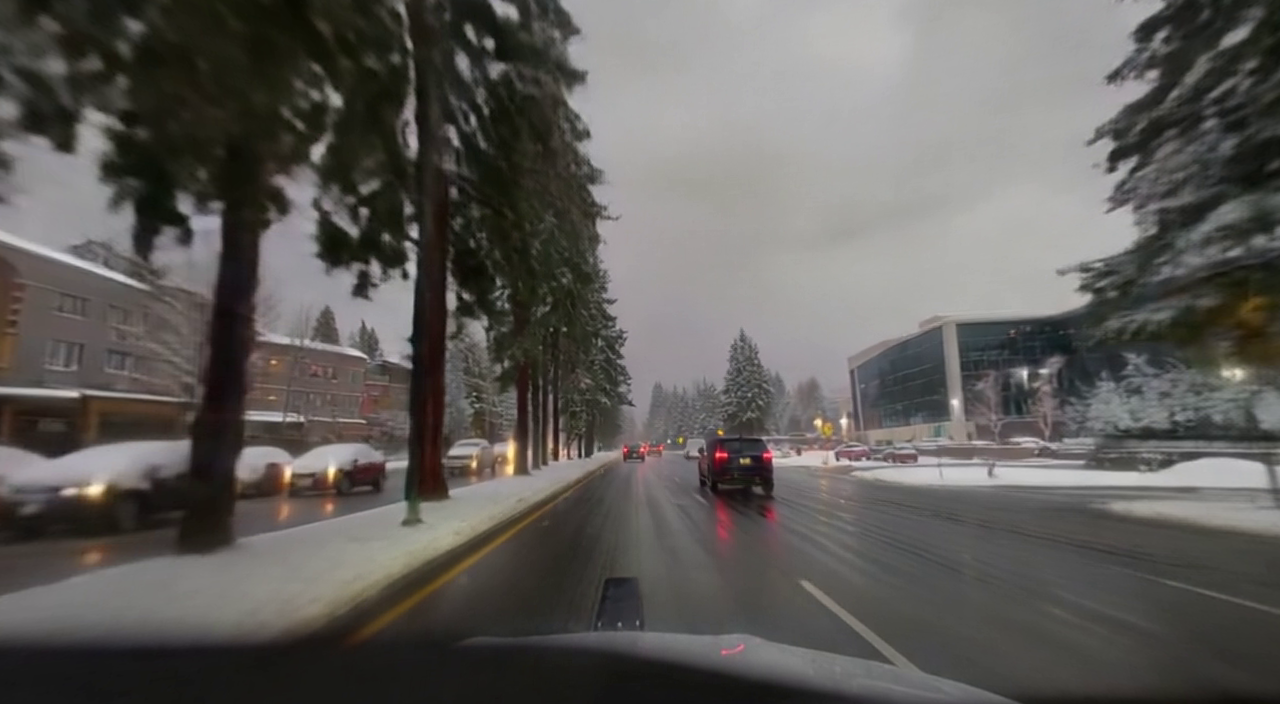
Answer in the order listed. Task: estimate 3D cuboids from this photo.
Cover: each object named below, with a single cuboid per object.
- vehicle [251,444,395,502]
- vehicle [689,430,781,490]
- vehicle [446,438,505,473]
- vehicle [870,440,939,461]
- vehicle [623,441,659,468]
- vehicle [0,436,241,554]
[{"bbox_3d":[-9.051,3.465,18.539,1.938,1.464,4.340,0,-9,0],"label":"vehicle"},{"bbox_3d":[3.068,3.665,21.668,2.235,1.806,4.818,0,-9,-2],"label":"vehicle"},{"bbox_3d":[-9.475,6.000,36.842,2.165,1.863,4.880,0,-9,0],"label":"vehicle"},{"bbox_3d":[20.574,7.684,49.216,4.475,1.592,1.841,0,-9,-1],"label":"vehicle"},{"bbox_3d":[0.022,6.539,40.433,2.145,1.572,4.021,0,-9,-1],"label":"vehicle"},{"bbox_3d":[-8.866,2.176,10.318,1.864,1.500,4.294,0,-9,0],"label":"vehicle"}]
